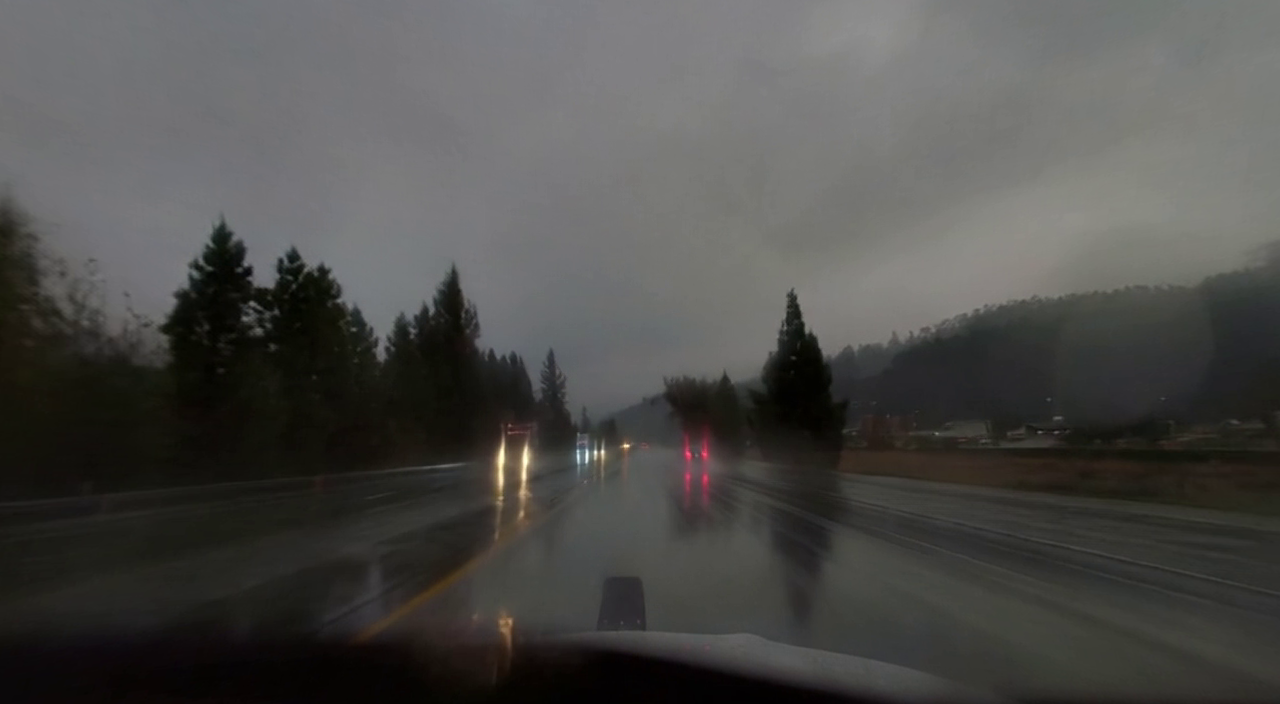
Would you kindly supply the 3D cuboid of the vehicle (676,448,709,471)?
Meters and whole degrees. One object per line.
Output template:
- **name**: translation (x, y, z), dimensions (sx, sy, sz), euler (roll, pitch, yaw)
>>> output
- **vehicle**: translation (3.729, 7.713, 45.414), dimensions (2.013, 1.584, 3.995), euler (0, -9, -1)
